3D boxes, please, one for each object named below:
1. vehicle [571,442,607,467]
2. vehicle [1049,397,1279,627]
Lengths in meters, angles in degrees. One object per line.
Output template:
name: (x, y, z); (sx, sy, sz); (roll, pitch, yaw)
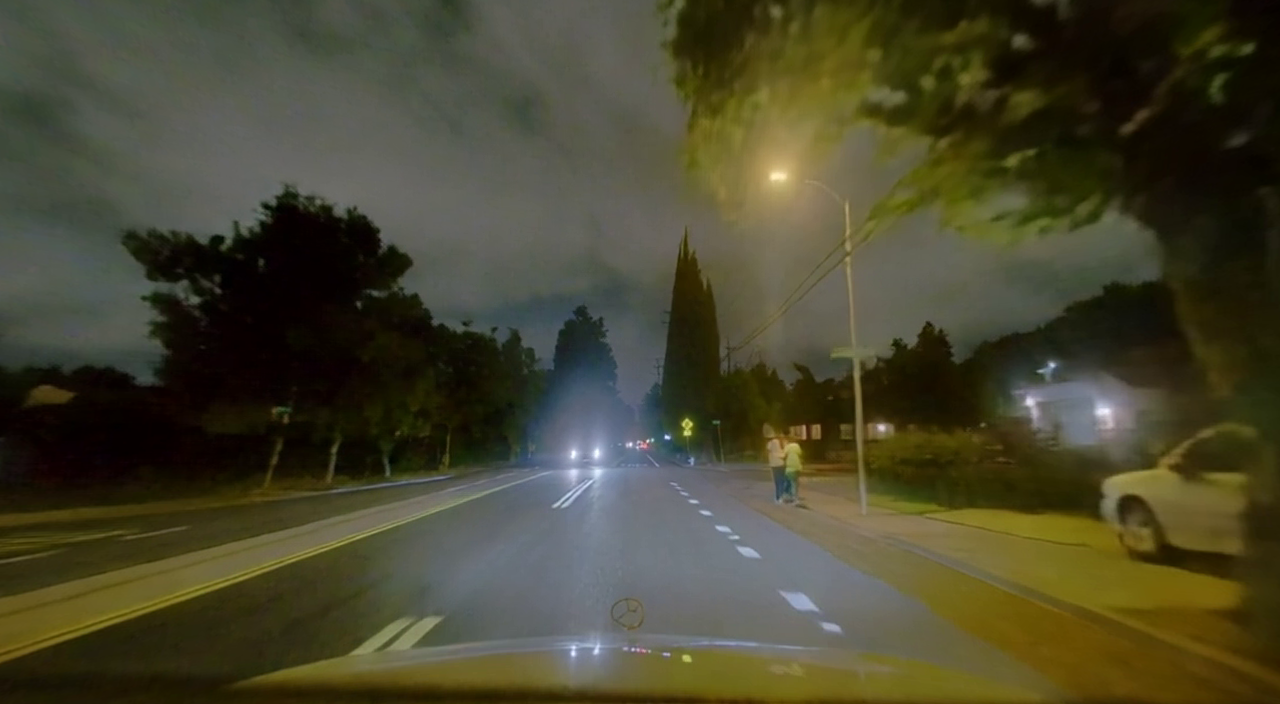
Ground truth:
vehicle: (-3.833, 7.795, 48.101); (2.267, 1.768, 4.911); (0, -9, 1)
vehicle: (5.856, 1.238, 4.978); (2.096, 1.713, 4.606); (0, -9, 0)
